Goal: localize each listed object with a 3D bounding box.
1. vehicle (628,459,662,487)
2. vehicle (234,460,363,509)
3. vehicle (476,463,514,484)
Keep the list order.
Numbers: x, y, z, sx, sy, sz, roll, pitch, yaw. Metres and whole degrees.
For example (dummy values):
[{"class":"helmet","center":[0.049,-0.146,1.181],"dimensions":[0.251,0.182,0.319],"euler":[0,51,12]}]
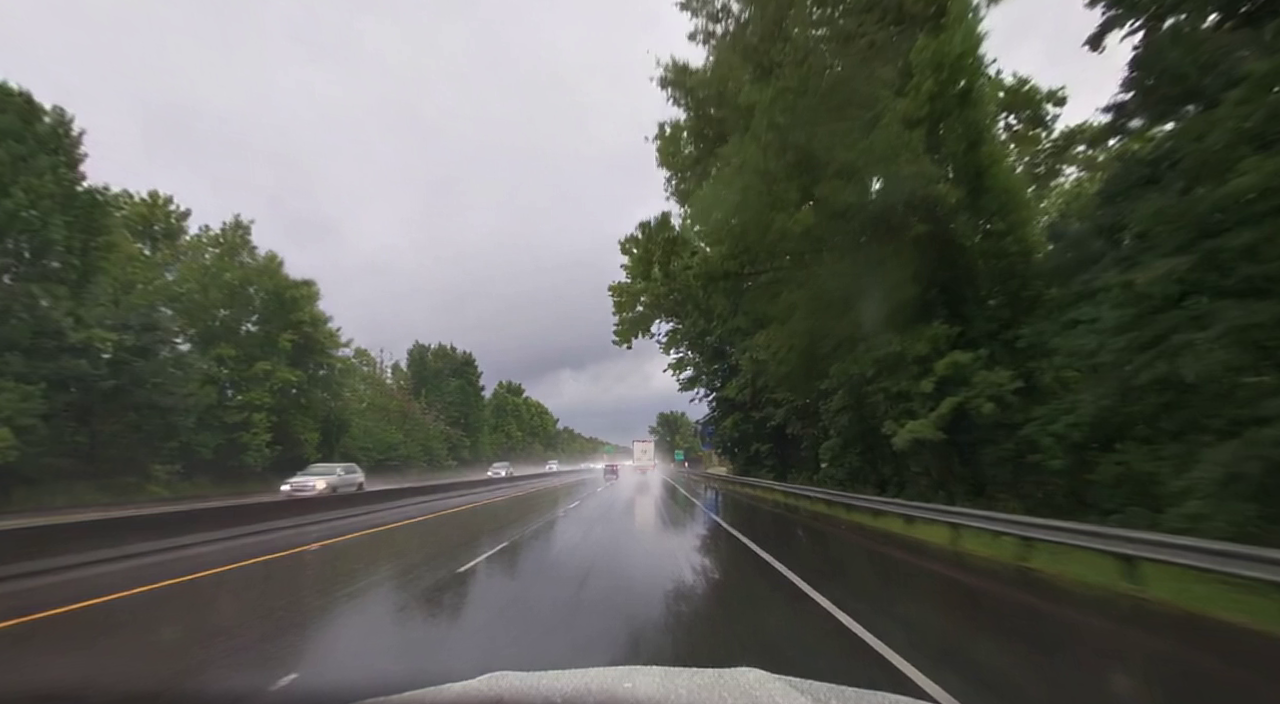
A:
[{"class":"vehicle","center":[0.322,7.778,40.478],"dimensions":[2.048,1.663,4.377],"euler":[1,-10,0]},{"class":"vehicle","center":[-11.703,4.572,21.988],"dimensions":[1.949,1.474,4.439],"euler":[1,-10,1]},{"class":"vehicle","center":[-11.319,9.497,49.306],"dimensions":[1.894,1.469,3.976],"euler":[0,-10,1]}]
